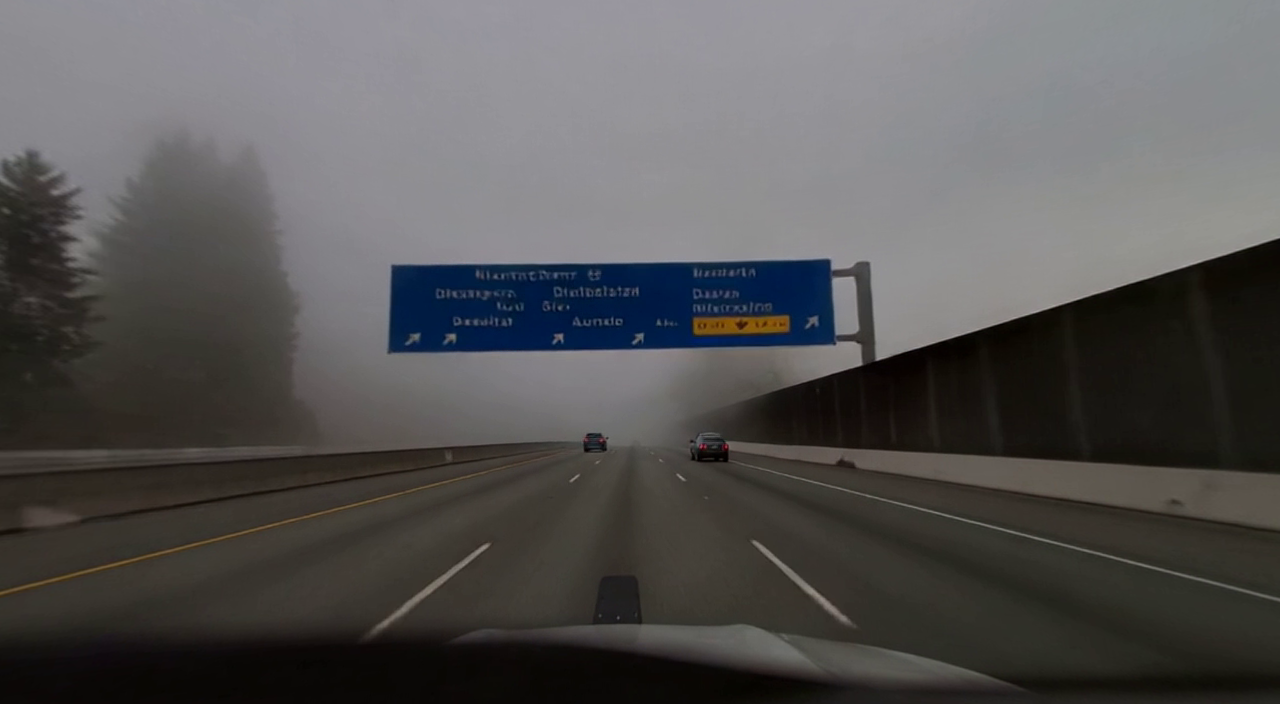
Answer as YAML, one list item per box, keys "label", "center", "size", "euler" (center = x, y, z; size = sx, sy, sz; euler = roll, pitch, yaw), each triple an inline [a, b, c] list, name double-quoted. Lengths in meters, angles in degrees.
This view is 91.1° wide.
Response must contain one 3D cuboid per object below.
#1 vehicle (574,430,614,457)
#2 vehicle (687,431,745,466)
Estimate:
- label: "vehicle"
  center: [-2.924, 5.923, 40.848]
  size: [2.219, 1.660, 4.153]
  euler: [0, -8, 1]
- label: "vehicle"
  center: [3.543, 4.561, 30.071]
  size: [2.077, 1.523, 4.539]
  euler: [0, -8, -2]
